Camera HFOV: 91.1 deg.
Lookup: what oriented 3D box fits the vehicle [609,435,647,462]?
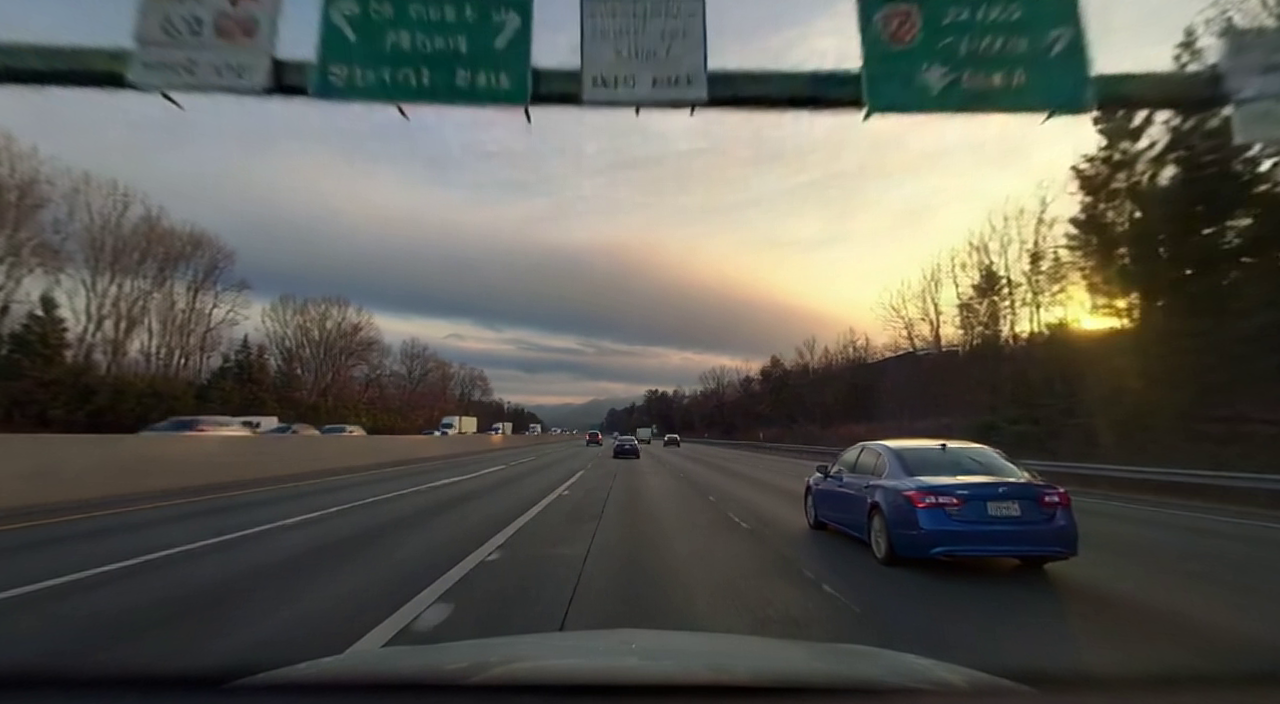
[{"bbox_3d":[-0.749,5.687,37.268,2.121,1.445,4.187,0,-8,-2],"label":"vehicle"}]

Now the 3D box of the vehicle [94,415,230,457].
[{"bbox_3d":[-18.559,3.307,24.715,1.953,1.511,4.353,0,-8,-1],"label":"vehicle"}]

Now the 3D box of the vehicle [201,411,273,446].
[{"bbox_3d":[-30.519,5.856,47.747,2.277,2.498,4.662,0,-8,0],"label":"vehicle"}]

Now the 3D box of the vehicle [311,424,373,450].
[{"bbox_3d":[-18.030,5.187,38.232,1.874,1.504,3.926,0,-8,-1],"label":"vehicle"}]
